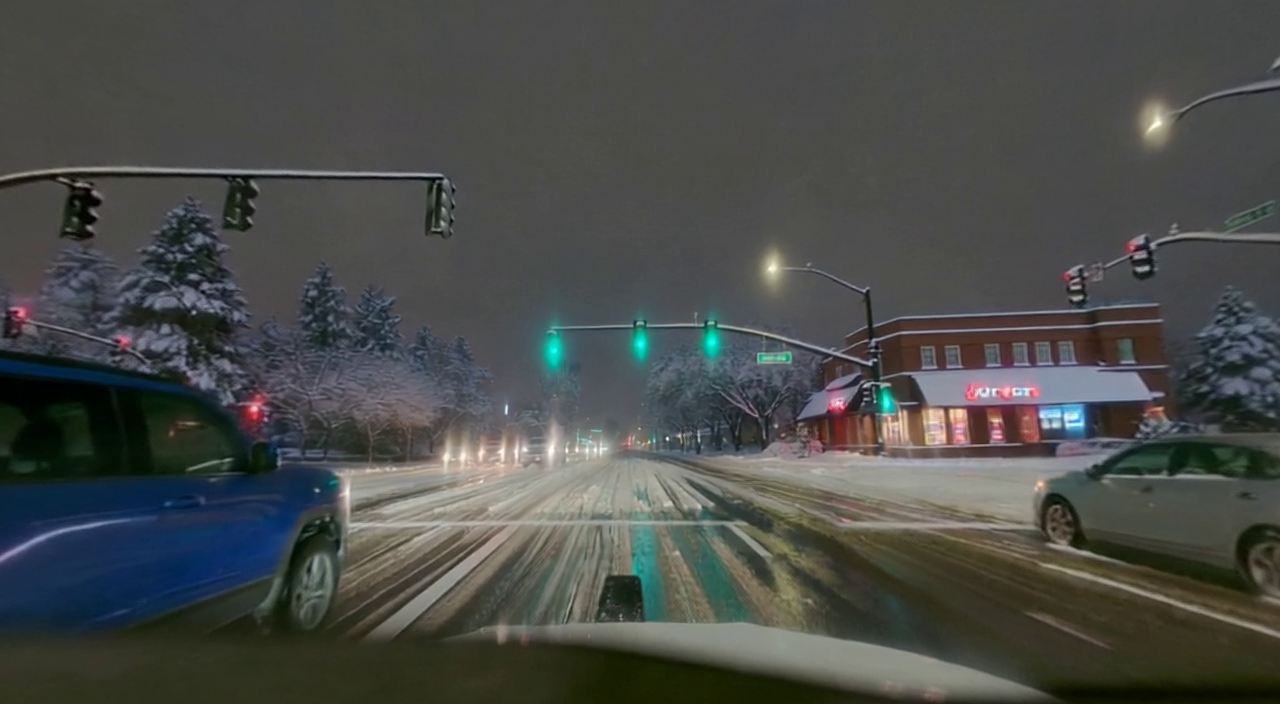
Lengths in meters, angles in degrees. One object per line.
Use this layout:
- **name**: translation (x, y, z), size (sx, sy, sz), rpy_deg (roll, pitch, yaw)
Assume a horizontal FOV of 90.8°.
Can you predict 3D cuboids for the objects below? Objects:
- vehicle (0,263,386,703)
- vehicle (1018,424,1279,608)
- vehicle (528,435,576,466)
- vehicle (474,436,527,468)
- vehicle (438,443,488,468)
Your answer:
- **vehicle**: translation (-3.345, 0.777, 2.944), size (2.313, 1.883, 5.016), rpy_deg (0, -9, -1)
- **vehicle**: translation (6.162, 1.475, 6.143), size (1.972, 1.476, 4.775), rpy_deg (0, -8, -1)
- **vehicle**: translation (-5.457, 6.222, 40.035), size (2.384, 1.787, 5.038), rpy_deg (0, -8, -1)
- **vehicle**: translation (-8.445, 6.120, 38.776), size (2.273, 1.791, 4.809), rpy_deg (0, -8, -1)
- **vehicle**: translation (-11.362, 6.666, 40.839), size (2.003, 1.476, 4.082), rpy_deg (0, -8, 1)
